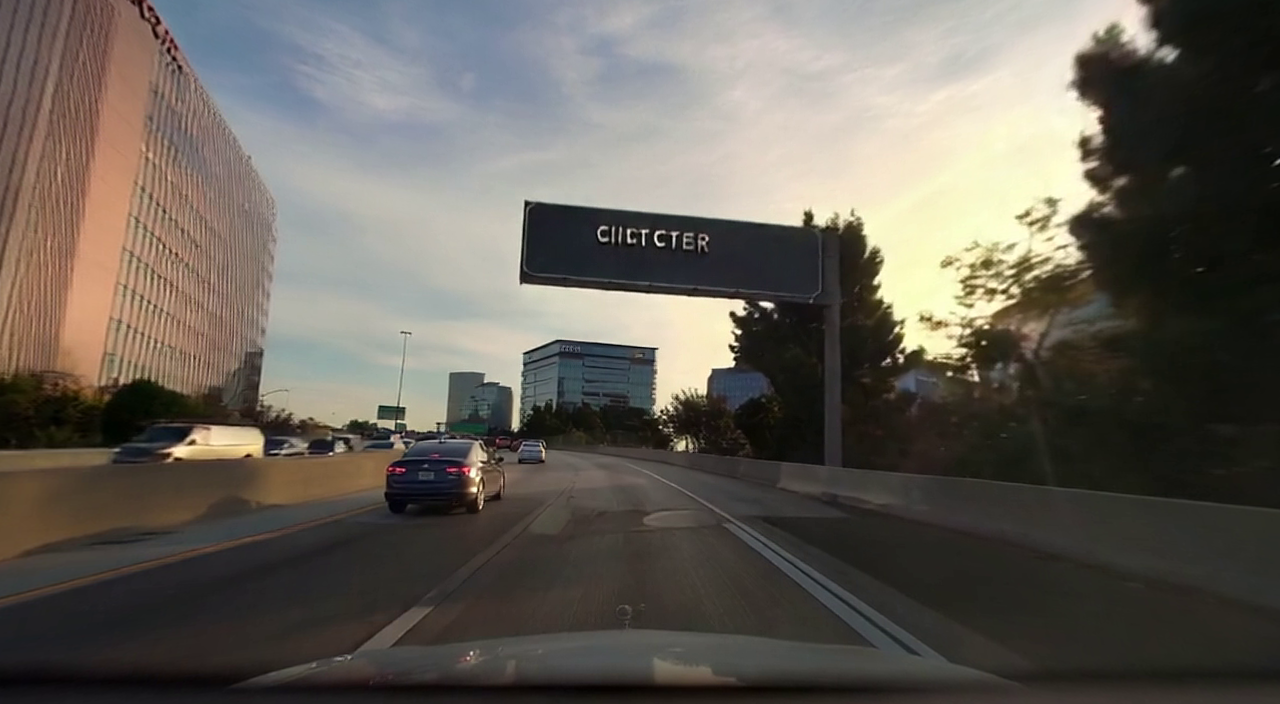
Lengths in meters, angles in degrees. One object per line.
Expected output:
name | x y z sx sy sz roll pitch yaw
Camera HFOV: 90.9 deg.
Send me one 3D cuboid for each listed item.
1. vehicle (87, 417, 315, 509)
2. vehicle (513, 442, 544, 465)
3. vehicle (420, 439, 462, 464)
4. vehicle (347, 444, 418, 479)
vehicle | -10.365 2.677 15.601 2.151 1.871 5.177 0 -9 -4
vehicle | -7.680 7.048 43.738 1.885 1.469 4.211 1 -9 -8
vehicle | -14.087 7.069 44.885 2.028 1.675 4.870 1 -9 -9
vehicle | -11.733 4.991 29.017 1.902 1.468 4.103 0 -9 -6
